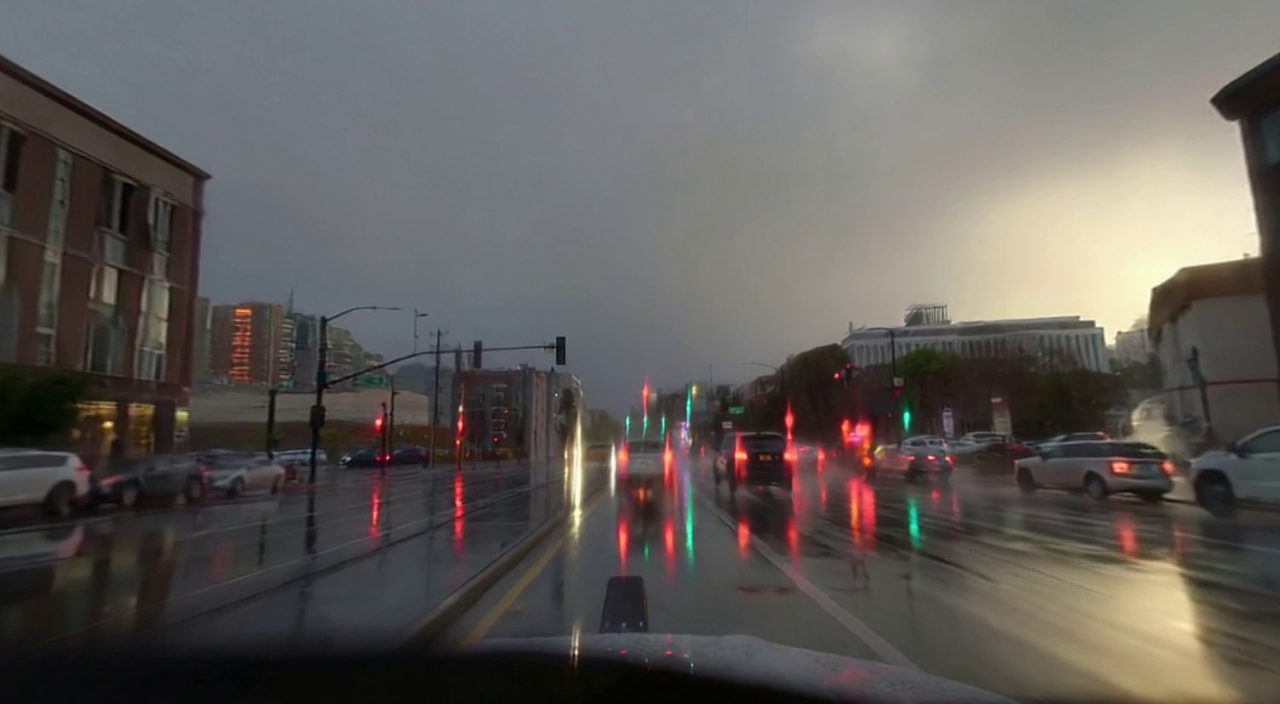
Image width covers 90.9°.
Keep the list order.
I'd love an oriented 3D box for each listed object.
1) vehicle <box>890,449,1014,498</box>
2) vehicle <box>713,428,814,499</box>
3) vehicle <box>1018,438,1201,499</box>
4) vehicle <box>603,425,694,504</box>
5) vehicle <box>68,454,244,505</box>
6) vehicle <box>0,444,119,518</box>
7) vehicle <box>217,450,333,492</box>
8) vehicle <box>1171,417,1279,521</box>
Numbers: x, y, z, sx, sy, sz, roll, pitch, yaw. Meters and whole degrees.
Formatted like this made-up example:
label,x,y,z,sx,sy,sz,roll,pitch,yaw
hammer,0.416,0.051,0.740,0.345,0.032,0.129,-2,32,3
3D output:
label,x,y,z,sx,sy,sz,roll,pitch,yaw
vehicle,10.297,4.016,21.278,1.863,1.426,4.494,0,-8,-1
vehicle,3.681,3.428,19.870,2.115,1.932,5.189,0,-8,0
vehicle,13.901,3.493,19.116,2.022,1.590,4.466,-1,-10,-1
vehicle,0.189,3.040,17.474,2.157,1.863,4.665,0,-8,0
vehicle,-15.606,4.094,20.814,1.792,1.429,5.161,0,-9,-1
vehicle,-15.623,3.059,15.140,1.825,1.685,5.220,1,-9,-1
vehicle,-15.628,5.078,27.390,2.096,1.416,4.885,1,-6,0
vehicle,13.859,2.218,12.241,2.172,2.060,5.546,-3,-9,0
